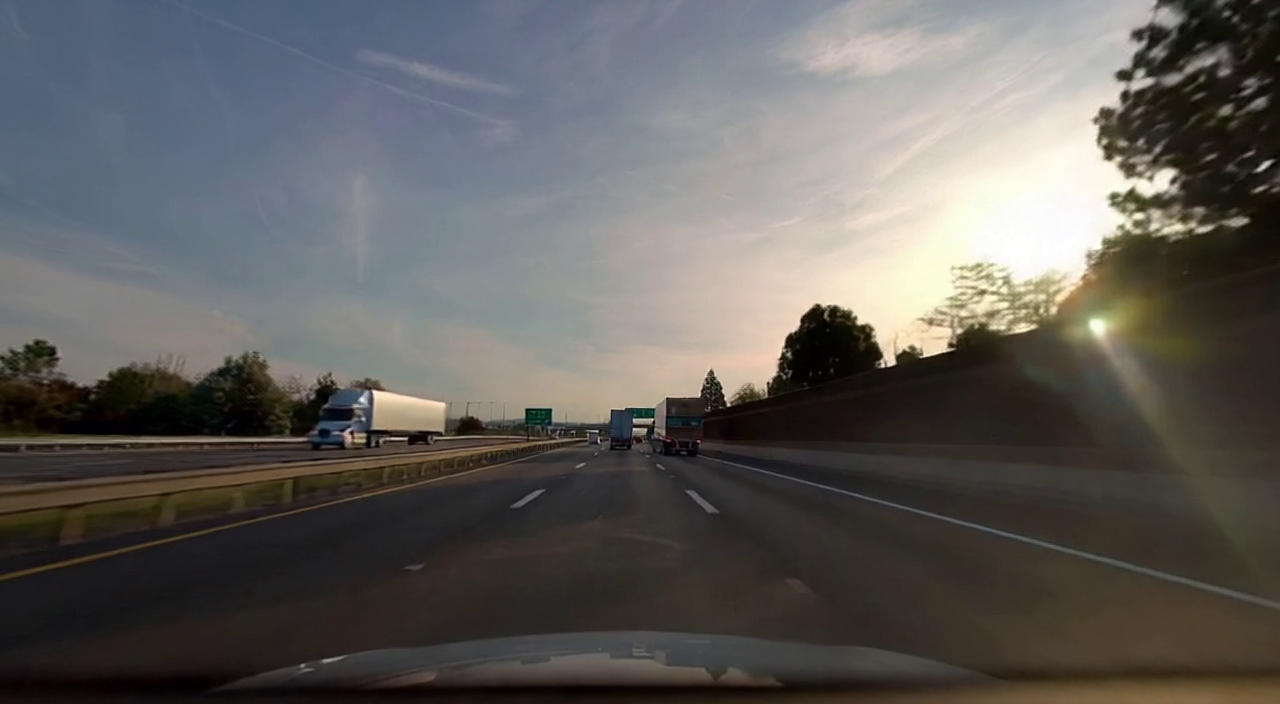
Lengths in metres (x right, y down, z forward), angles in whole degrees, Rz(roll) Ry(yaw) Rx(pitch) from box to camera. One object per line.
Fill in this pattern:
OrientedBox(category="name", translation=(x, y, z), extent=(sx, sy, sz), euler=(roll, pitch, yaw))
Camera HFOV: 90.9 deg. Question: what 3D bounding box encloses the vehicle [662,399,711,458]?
OrientedBox(category="vehicle", translation=(3.300, 5.786, 47.224), extent=(2.873, 3.998, 8.286), euler=(0, -8, -1))
